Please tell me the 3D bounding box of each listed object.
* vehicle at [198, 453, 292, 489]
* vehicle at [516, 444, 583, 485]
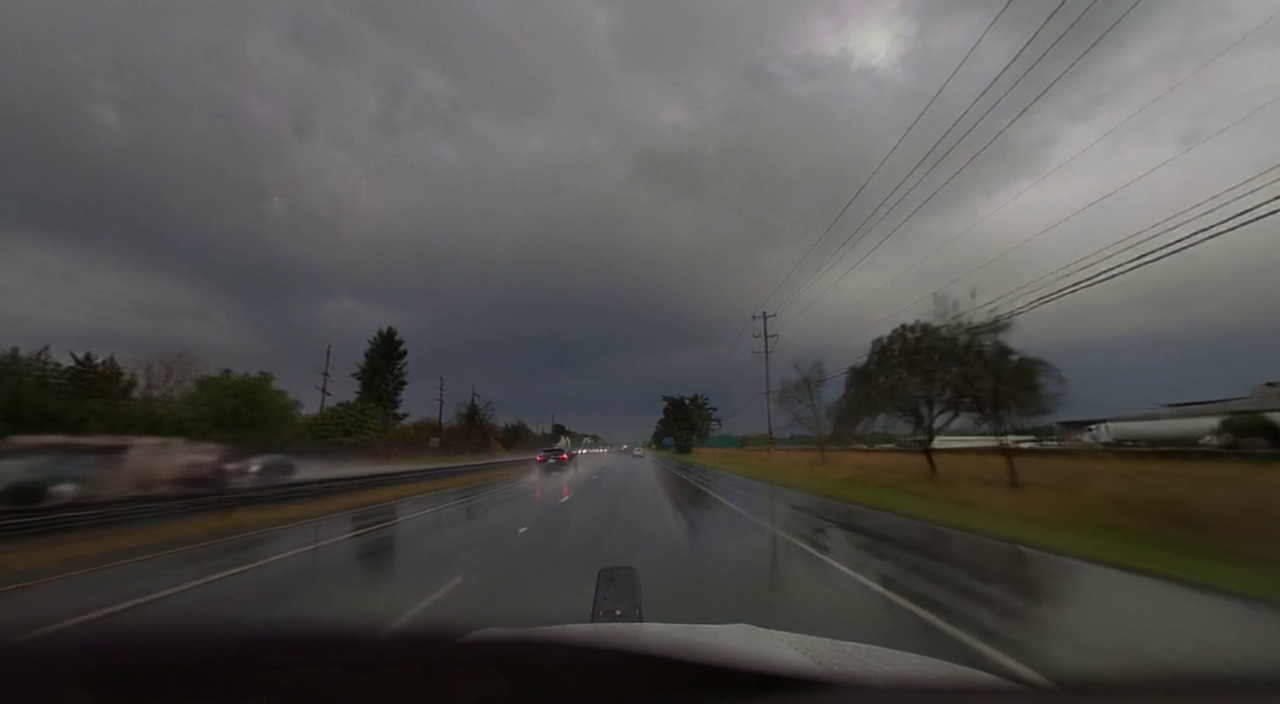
[{"bbox_3d":[-17.703,5.325,28.309,1.728,1.462,3.810,0,-9,0],"label":"vehicle"},{"bbox_3d":[-3.652,4.641,26.084,2.123,1.545,4.404,0,-9,0],"label":"vehicle"}]
